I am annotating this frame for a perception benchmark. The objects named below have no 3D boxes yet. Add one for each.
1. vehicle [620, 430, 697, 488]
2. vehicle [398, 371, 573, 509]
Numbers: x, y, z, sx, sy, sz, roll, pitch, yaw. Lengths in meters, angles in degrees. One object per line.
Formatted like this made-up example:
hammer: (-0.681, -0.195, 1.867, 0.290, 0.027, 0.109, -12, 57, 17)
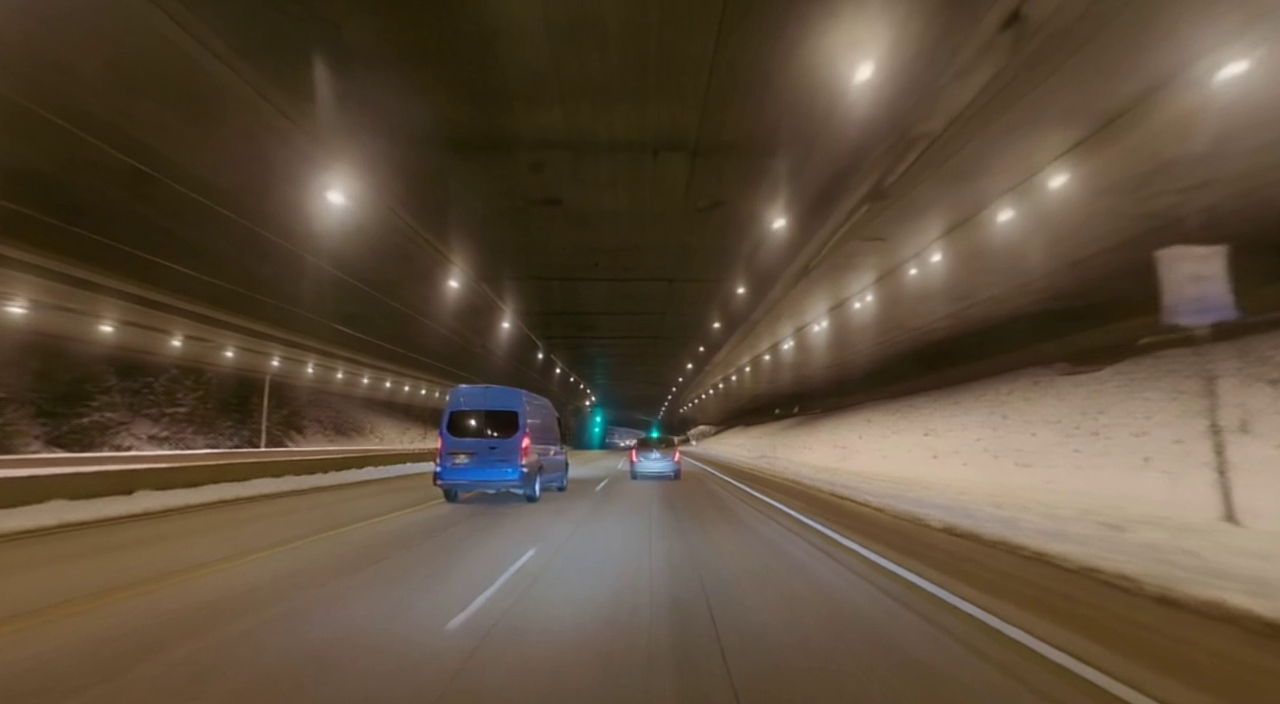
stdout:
vehicle: (0.542, 3.212, 19.303, 2.095, 1.553, 4.069, -1, -8, 1)
vehicle: (-3.063, 1.930, 13.985, 2.404, 2.459, 5.229, -1, -8, 2)
